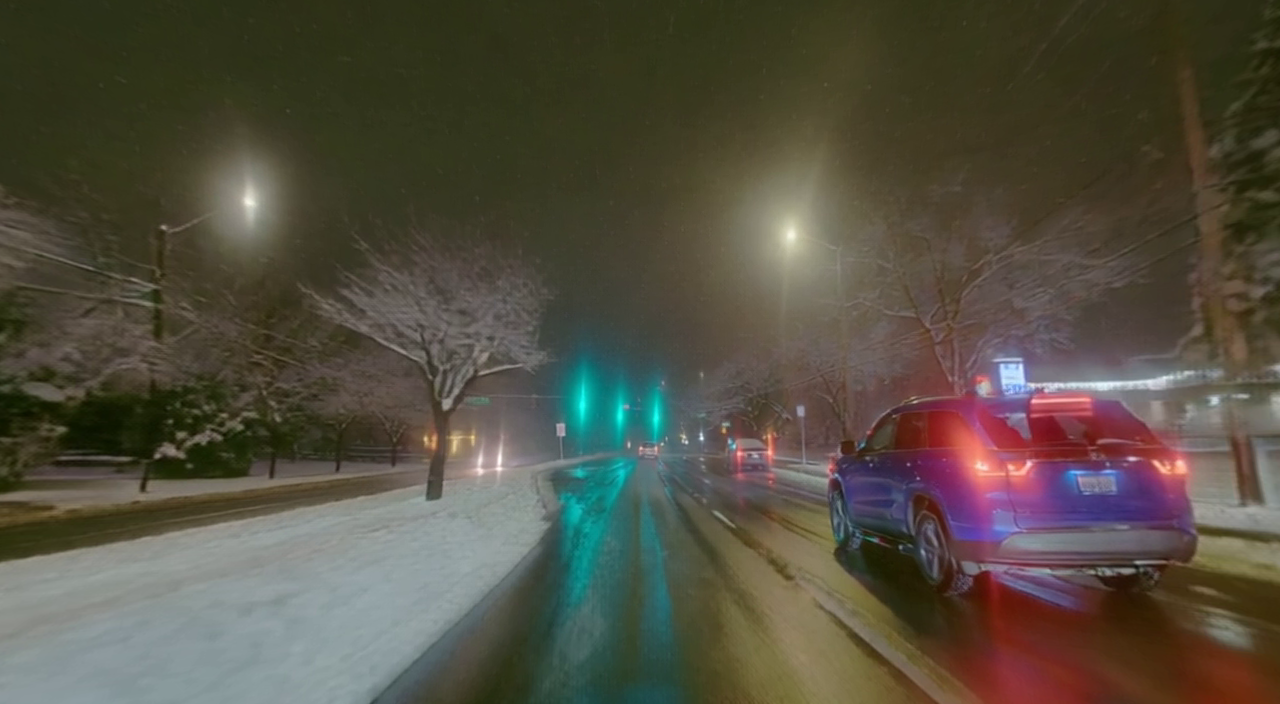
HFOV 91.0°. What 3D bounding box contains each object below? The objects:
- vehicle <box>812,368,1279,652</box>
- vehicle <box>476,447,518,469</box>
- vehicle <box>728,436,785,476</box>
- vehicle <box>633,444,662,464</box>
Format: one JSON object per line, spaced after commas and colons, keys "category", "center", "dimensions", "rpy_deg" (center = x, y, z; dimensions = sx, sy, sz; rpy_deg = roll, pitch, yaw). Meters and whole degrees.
{"category": "vehicle", "center": [3.398, 1.350, 6.390], "dimensions": [2.033, 1.865, 4.360], "rpy_deg": [0, -8, 0]}
{"category": "vehicle", "center": [-10.840, 8.075, 48.159], "dimensions": [1.955, 1.507, 4.750], "rpy_deg": [0, -8, 2]}
{"category": "vehicle", "center": [5.698, 5.130, 31.350], "dimensions": [2.085, 1.828, 5.383], "rpy_deg": [0, -8, 3]}
{"category": "vehicle", "center": [0.603, 7.819, 48.333], "dimensions": [2.131, 1.474, 4.146], "rpy_deg": [0, -8, 1]}
